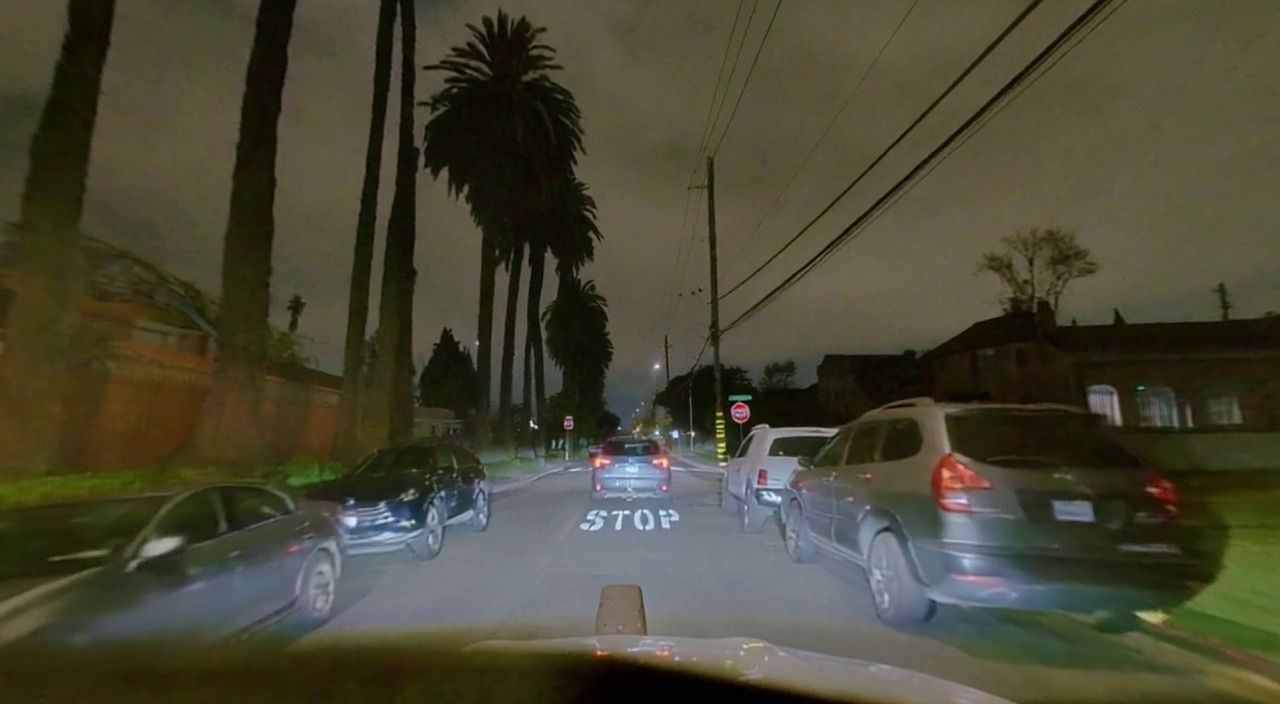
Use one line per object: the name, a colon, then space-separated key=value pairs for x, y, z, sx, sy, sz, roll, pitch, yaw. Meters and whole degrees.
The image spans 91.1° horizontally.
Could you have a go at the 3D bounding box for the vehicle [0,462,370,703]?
vehicle: x=-3.357 y=1.386 z=3.850 sx=1.728 sy=1.305 sz=3.805 roll=0 pitch=-8 yaw=0

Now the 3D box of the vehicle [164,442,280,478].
vehicle: x=-20.972 y=5.431 z=31.634 sx=4.557 sy=1.618 sz=1.846 roll=-2 pitch=-9 yaw=2

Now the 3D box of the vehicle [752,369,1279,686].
vehicle: x=2.530 y=1.271 z=5.766 sx=2.136 sy=1.650 sz=4.837 roll=0 pitch=-8 yaw=0

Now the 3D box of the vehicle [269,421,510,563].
vehicle: x=-3.393 y=1.964 z=9.526 sx=1.965 sy=1.657 sz=4.104 roll=0 pitch=-8 yaw=0

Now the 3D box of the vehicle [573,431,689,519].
vehicle: x=-0.171 y=2.441 z=12.973 sx=2.010 sy=1.499 sz=4.107 roll=0 pitch=-9 yaw=0
